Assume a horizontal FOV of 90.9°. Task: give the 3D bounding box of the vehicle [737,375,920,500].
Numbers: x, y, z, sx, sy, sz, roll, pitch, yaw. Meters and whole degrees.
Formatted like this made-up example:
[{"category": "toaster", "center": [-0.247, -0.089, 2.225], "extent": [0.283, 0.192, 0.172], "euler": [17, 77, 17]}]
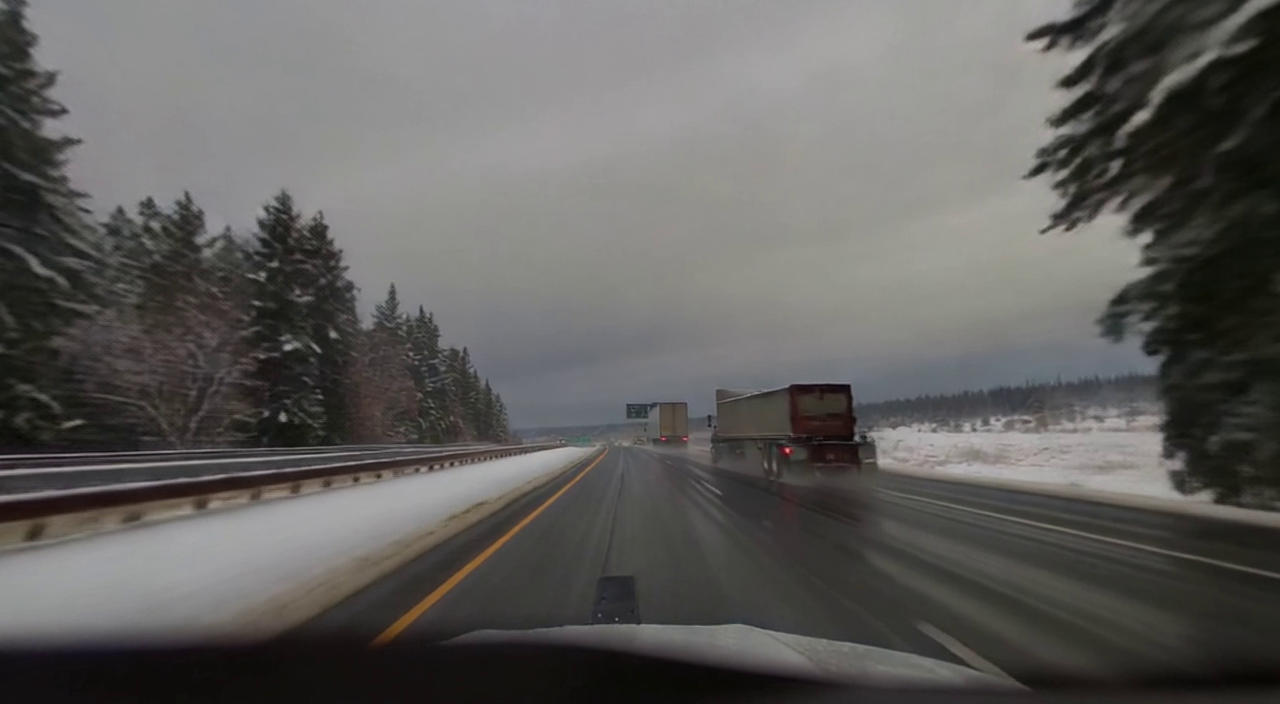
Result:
[{"category": "vehicle", "center": [4.619, 2.274, 17.001], "extent": [2.741, 2.716, 6.323], "euler": [0, -8, -2]}]
